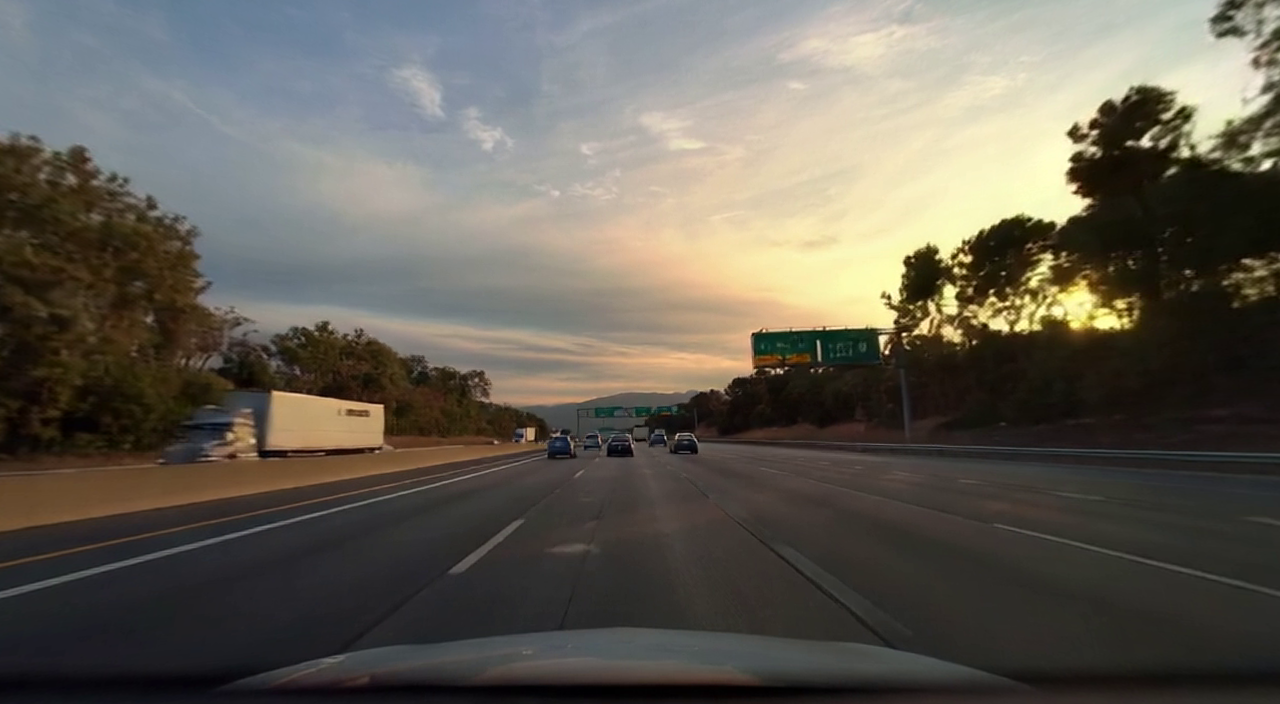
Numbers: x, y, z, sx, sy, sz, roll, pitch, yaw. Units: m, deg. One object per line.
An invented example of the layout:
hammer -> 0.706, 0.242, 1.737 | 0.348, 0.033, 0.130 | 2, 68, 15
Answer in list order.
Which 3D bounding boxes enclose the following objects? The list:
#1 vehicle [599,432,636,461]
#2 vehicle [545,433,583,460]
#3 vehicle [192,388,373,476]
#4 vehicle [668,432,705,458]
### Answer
vehicle -> -1.347, 5.677, 37.989 | 2.119, 1.629, 3.946 | 0, -8, -1
vehicle -> -5.015, 6.257, 41.802 | 2.046, 1.658, 4.008 | 0, -8, -1
vehicle -> -17.946, 4.245, 33.081 | 2.834, 3.807, 11.612 | 0, -8, -1
vehicle -> 3.096, 6.254, 42.518 | 2.066, 1.673, 4.225 | 0, -8, -2
